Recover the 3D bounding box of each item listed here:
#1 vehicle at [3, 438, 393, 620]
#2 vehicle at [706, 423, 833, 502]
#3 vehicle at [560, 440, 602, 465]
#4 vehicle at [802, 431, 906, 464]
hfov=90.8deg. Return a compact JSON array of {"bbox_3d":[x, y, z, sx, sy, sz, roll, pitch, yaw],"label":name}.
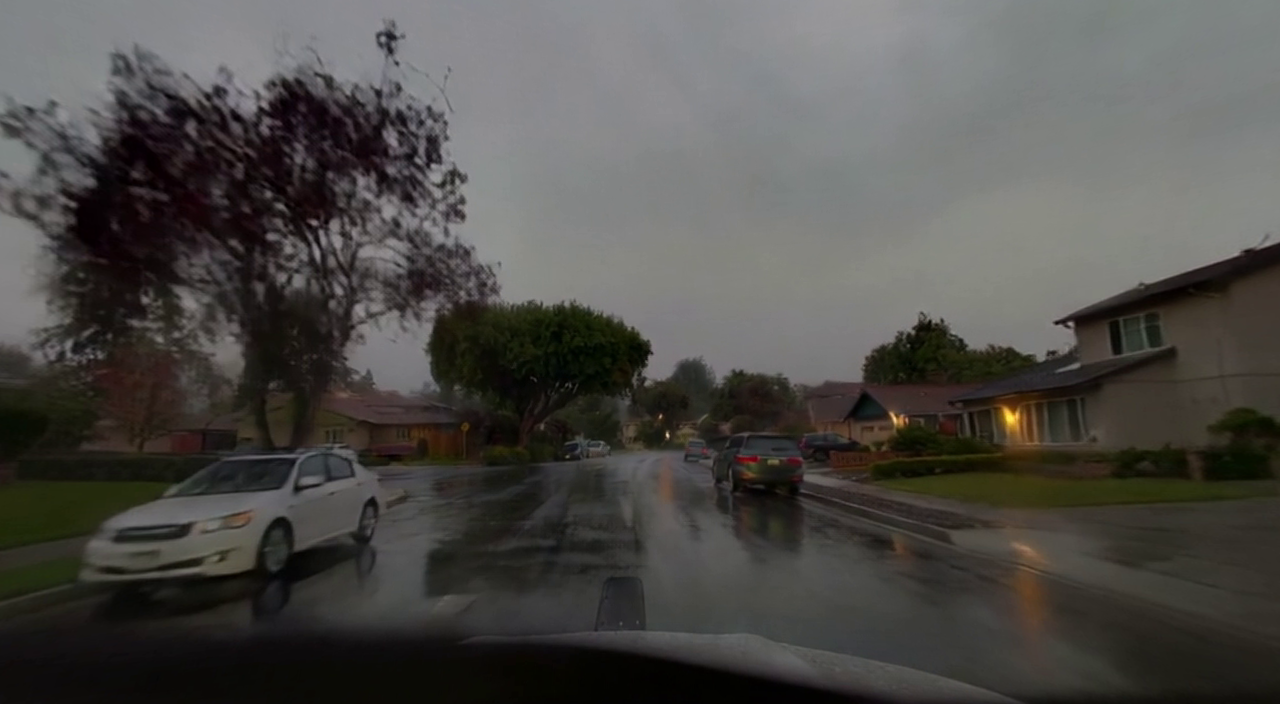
[{"bbox_3d":[-4.788,1.866,7.934,1.981,1.463,4.631,0,-7,-6],"label":"vehicle"},{"bbox_3d":[3.270,2.937,17.157,2.228,1.813,4.901,0,-9,-2],"label":"vehicle"},{"bbox_3d":[-4.586,7.837,49.517,2.041,1.762,4.508,-3,-8,11],"label":"vehicle"},{"bbox_3d":[11.247,5.055,33.409,4.781,1.700,1.914,1,-9,-4],"label":"vehicle"}]
